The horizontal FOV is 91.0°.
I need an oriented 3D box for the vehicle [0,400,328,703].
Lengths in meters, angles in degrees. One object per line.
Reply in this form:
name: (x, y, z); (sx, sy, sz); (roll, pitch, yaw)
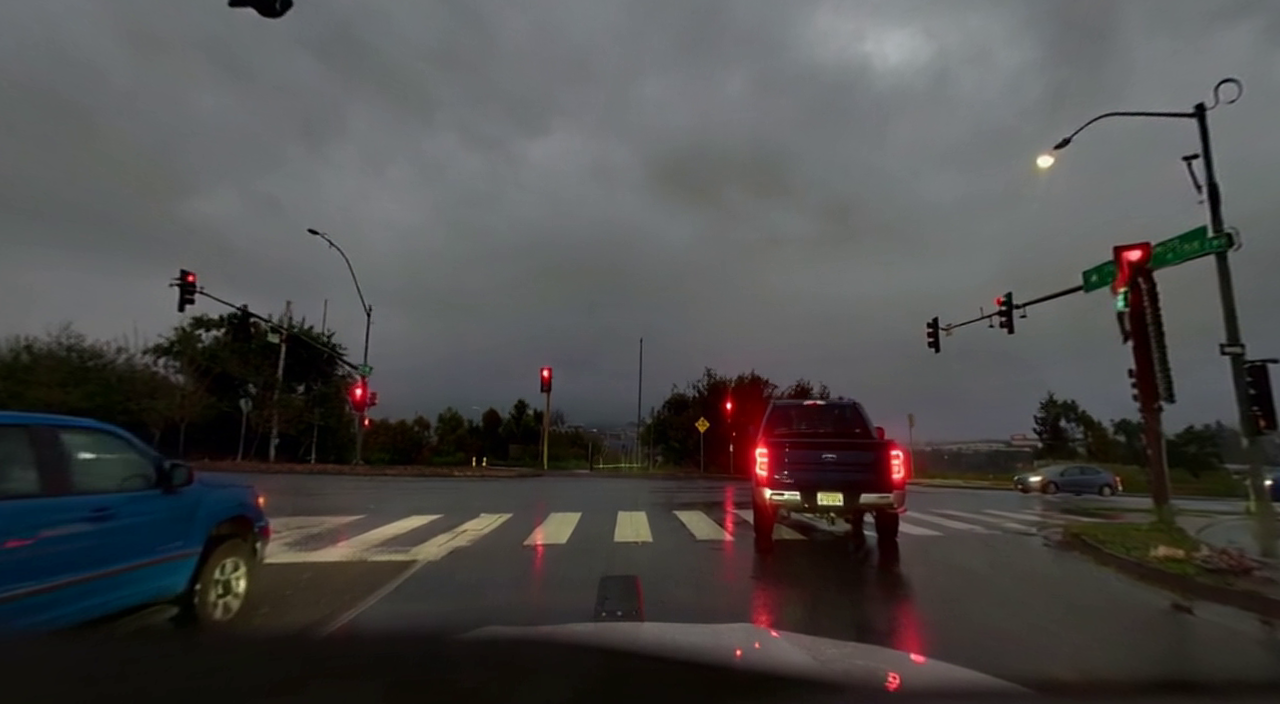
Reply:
vehicle: (-3.982, 1.096, 3.770); (1.913, 1.491, 4.547); (0, -8, -1)

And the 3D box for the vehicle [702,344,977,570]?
vehicle: (2.707, 1.563, 9.942); (2.851, 2.400, 5.978); (-1, -9, 11)

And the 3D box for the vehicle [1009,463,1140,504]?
vehicle: (19.588, 5.935, 28.557); (4.356, 1.498, 1.957); (-3, -8, 3)
